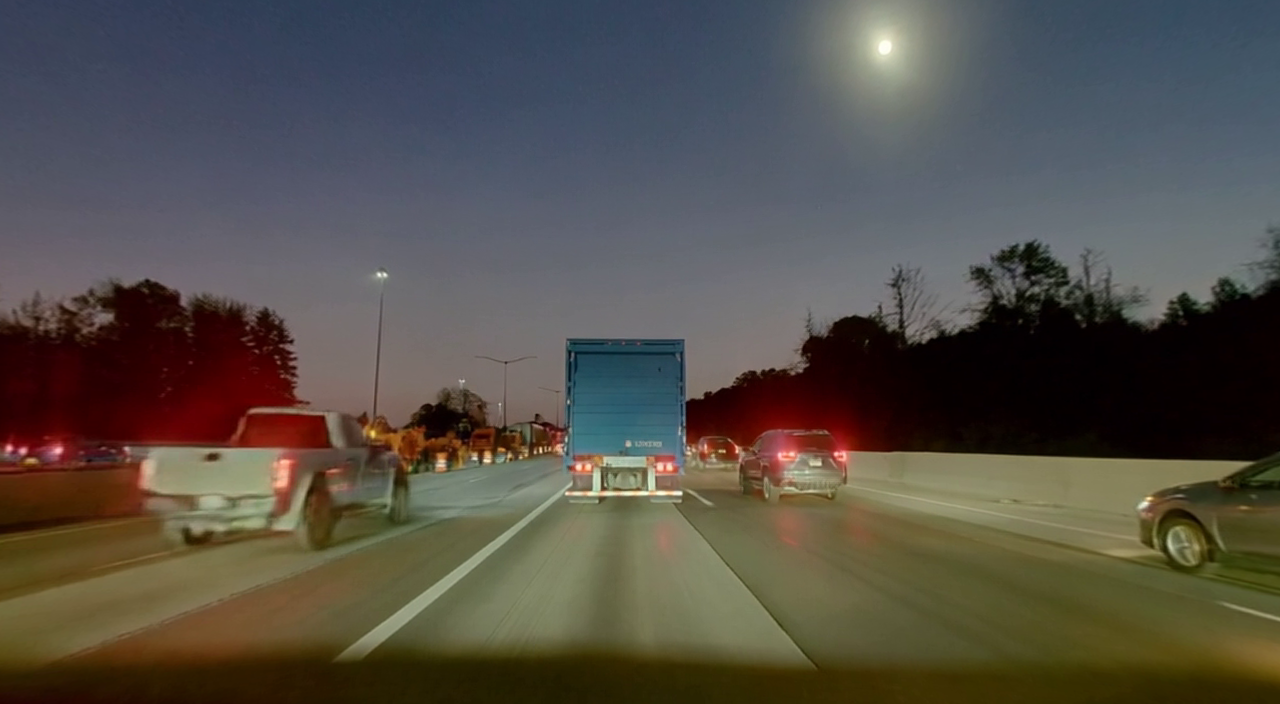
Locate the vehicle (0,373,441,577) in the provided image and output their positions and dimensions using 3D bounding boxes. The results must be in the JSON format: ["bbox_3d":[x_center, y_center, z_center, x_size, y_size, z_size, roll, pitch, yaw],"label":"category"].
[{"bbox_3d":[-5.119,1.626,9.152,2.421,1.965,5.980,0,-8,1],"label":"vehicle"}]

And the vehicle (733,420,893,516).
[{"bbox_3d":[3.420,2.408,13.473,2.103,1.713,4.173,1,-9,-2],"label":"vehicle"}]

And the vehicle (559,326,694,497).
[{"bbox_3d":[-0.462,2.093,19.601,3.067,3.940,10.154,1,-9,-2],"label":"vehicle"}]

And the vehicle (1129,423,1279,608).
[{"bbox_3d":[6.905,1.339,4.799,2.070,1.632,4.774,2,-9,-9],"label":"vehicle"}]
